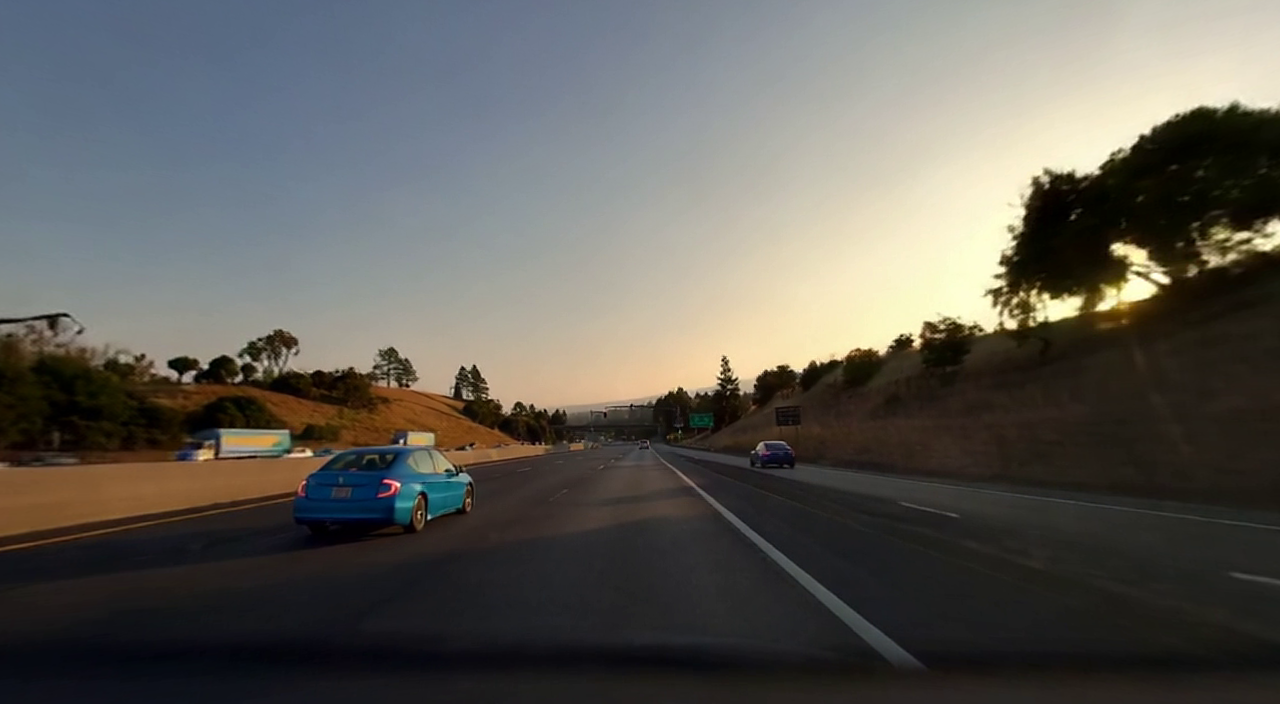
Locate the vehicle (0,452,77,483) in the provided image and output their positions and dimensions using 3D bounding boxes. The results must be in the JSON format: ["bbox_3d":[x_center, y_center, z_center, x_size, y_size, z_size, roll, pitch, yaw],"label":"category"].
[{"bbox_3d":[-32.522,6.076,33.309,1.749,1.472,3.987,0,-9,-1],"label":"vehicle"}]

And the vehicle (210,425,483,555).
[{"bbox_3d":[-4.027,1.959,9.703,1.987,1.516,4.478,0,-9,1],"label":"vehicle"}]

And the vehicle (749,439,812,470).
[{"bbox_3d":[7.257,5.354,32.953,2.049,1.481,4.774,0,-9,-2],"label":"vehicle"}]
